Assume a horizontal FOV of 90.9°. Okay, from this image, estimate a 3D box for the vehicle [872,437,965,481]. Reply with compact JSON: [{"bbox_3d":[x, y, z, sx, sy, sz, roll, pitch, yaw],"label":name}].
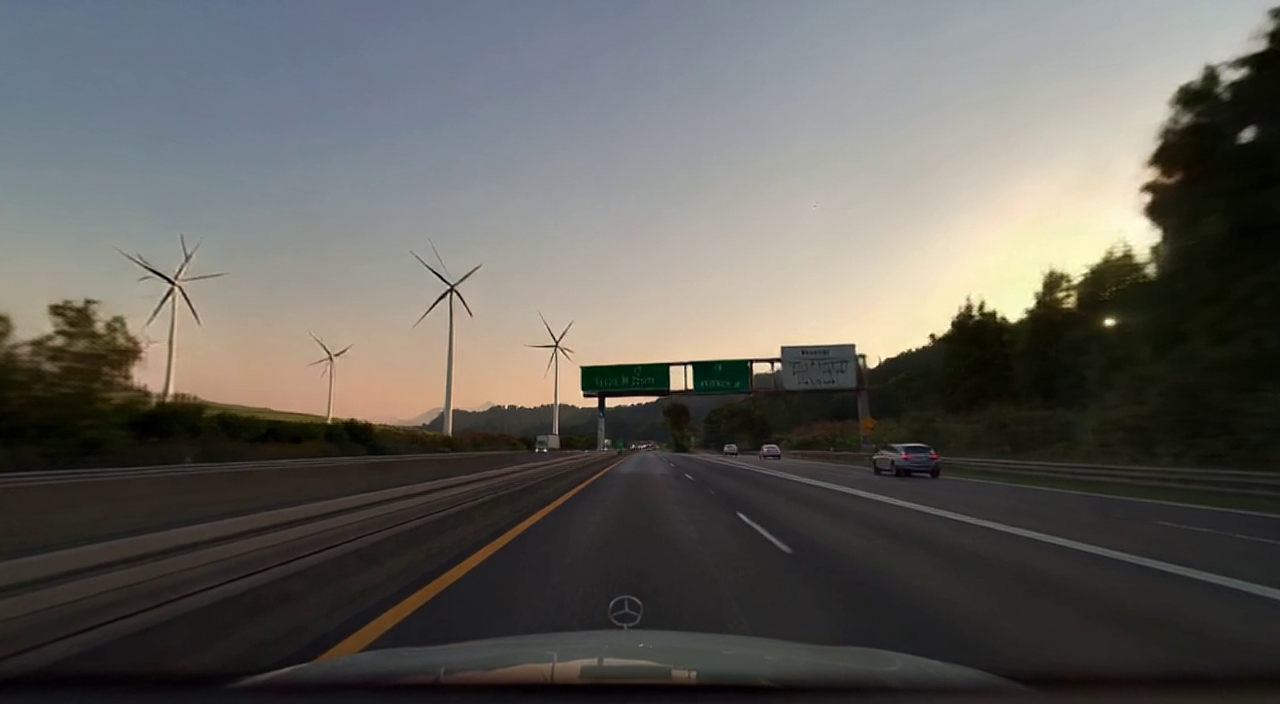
[{"bbox_3d":[11.705,4.520,26.867,1.897,1.669,4.825,0,-9,2],"label":"vehicle"}]
